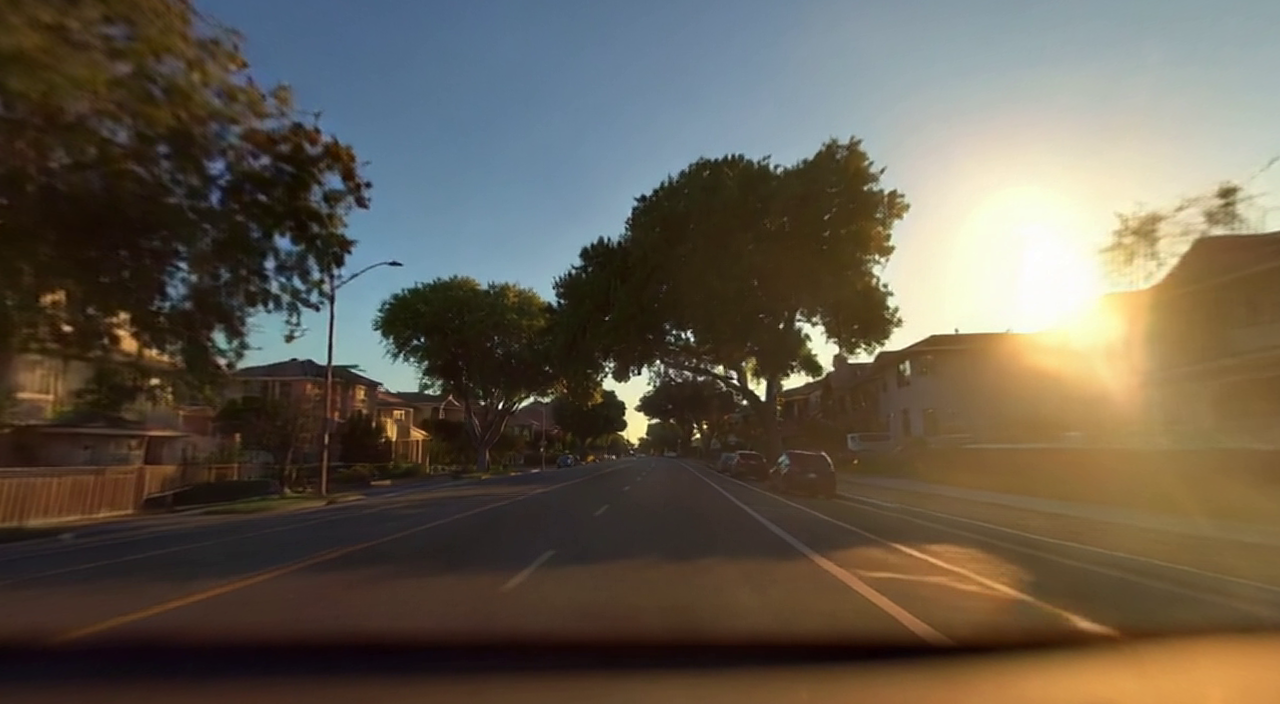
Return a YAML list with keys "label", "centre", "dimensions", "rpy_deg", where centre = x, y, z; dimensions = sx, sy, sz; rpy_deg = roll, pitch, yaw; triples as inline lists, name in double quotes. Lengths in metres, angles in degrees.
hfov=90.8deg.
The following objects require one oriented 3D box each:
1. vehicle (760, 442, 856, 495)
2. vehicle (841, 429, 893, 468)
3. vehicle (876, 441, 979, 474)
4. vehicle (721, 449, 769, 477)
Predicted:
- label: "vehicle"
  centre: [5.541, 3.941, 21.581]
  dimensions: [1.971, 1.558, 4.895]
  rpy_deg: [0, -10, 0]
- label: "vehicle"
  centre: [13.883, 5.840, 38.359]
  dimensions: [2.330, 2.123, 6.314]
  rpy_deg: [-4, -9, 25]
- label: "vehicle"
  centre: [14.172, 5.203, 31.330]
  dimensions: [4.132, 1.535, 1.923]
  rpy_deg: [-1, -8, 3]
- label: "vehicle"
  centre: [6.102, 6.466, 37.103]
  dimensions: [1.938, 1.464, 4.390]
  rpy_deg: [-1, -8, -2]
